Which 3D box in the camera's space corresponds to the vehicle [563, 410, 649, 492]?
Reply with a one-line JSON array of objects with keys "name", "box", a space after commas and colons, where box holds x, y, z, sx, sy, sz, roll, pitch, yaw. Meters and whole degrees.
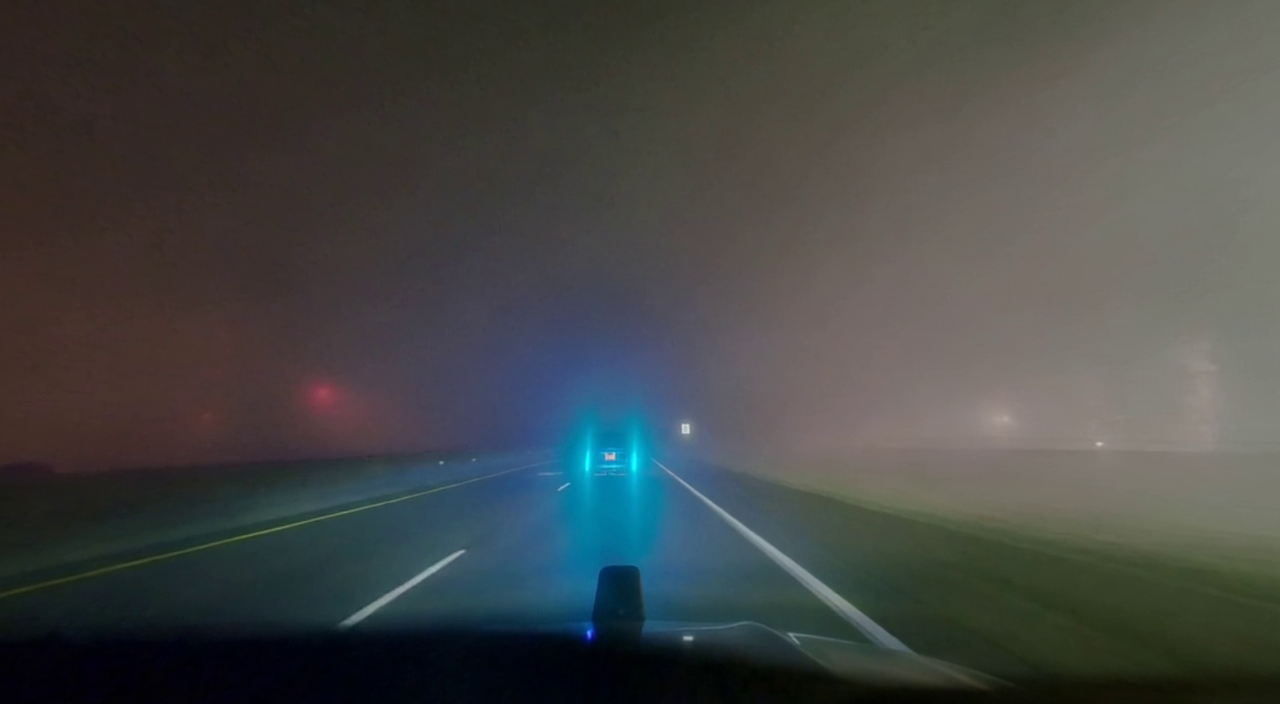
[{"name": "vehicle", "box": [-0.925, 2.980, 19.277, 2.248, 2.154, 4.892, 0, -8, -1]}]
